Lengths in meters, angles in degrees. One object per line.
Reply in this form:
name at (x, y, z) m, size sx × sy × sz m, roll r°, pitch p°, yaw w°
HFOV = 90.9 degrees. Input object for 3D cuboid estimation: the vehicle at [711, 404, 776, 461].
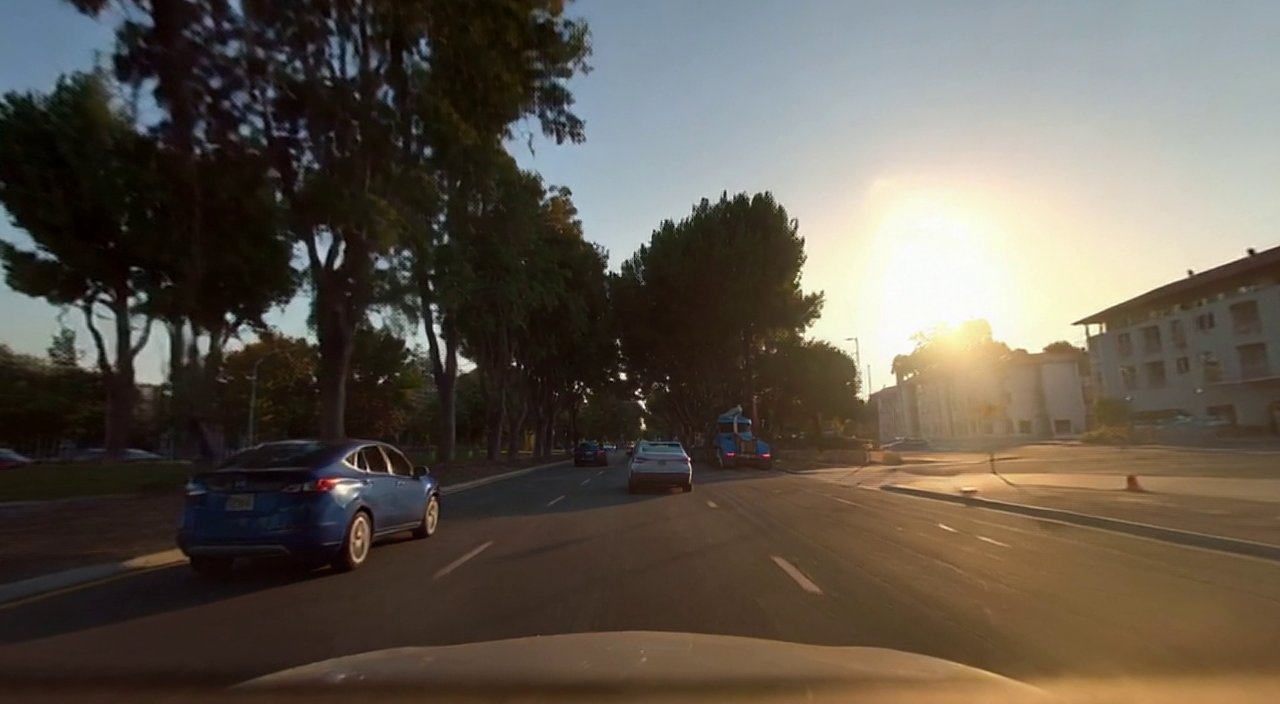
vehicle at (5.999, 4.815, 37.489) m, size 2.736 × 3.078 × 5.825 m, roll -1°, pitch -8°, yaw -1°

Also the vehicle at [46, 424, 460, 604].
vehicle at (-3.979, 1.727, 7.794) m, size 2.003 × 1.507 × 4.808 m, roll 0°, pitch -8°, yaw 1°

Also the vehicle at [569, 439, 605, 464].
vehicle at (-3.673, 7.010, 44.365) m, size 2.062 × 1.641 × 4.193 m, roll 0°, pitch -8°, yaw 2°

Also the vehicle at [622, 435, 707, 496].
vehicle at (0.595, 3.089, 17.533) m, size 2.086 × 1.466 × 4.026 m, roll 0°, pitch -8°, yaw 0°
